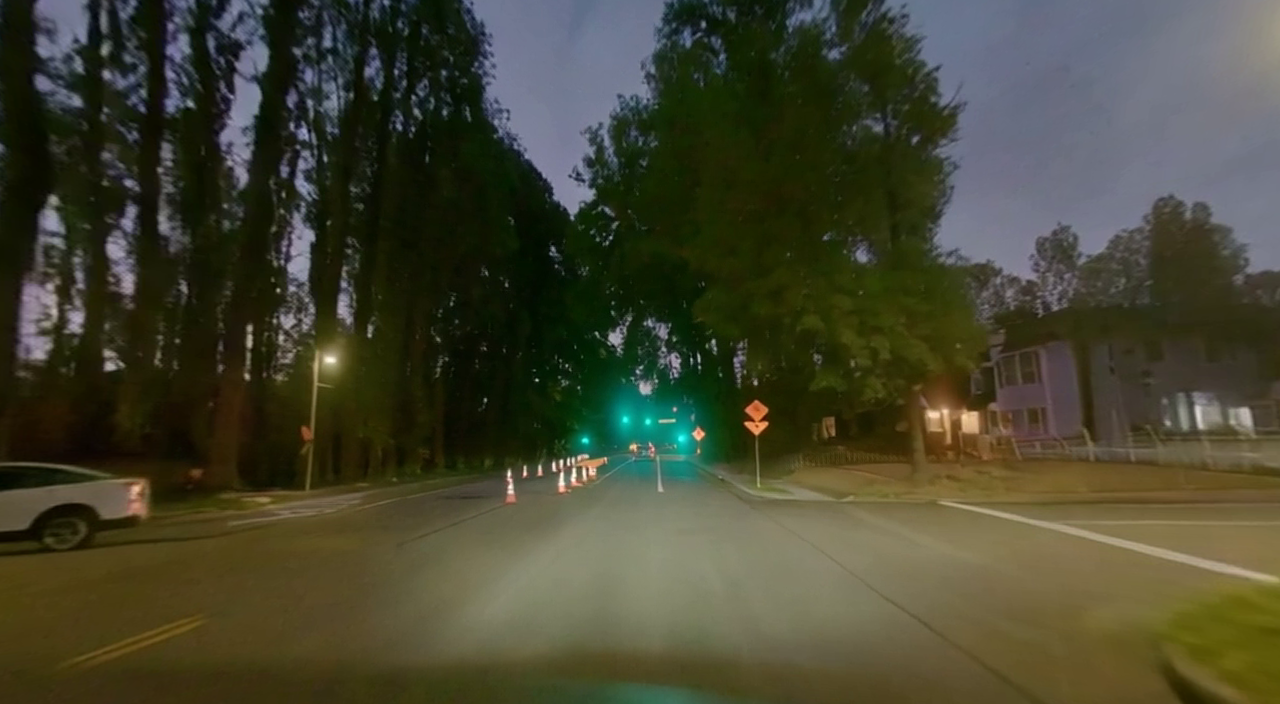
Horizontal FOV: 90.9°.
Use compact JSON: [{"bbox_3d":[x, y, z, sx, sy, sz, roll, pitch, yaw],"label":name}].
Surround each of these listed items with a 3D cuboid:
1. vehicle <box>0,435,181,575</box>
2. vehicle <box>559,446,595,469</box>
[{"bbox_3d":[-9.662,2.235,9.056,4.594,1.696,1.971,-4,-8,-2],"label":"vehicle"},{"bbox_3d":[-4.549,7.708,46.252,1.927,1.521,4.571,0,-8,3],"label":"vehicle"}]
